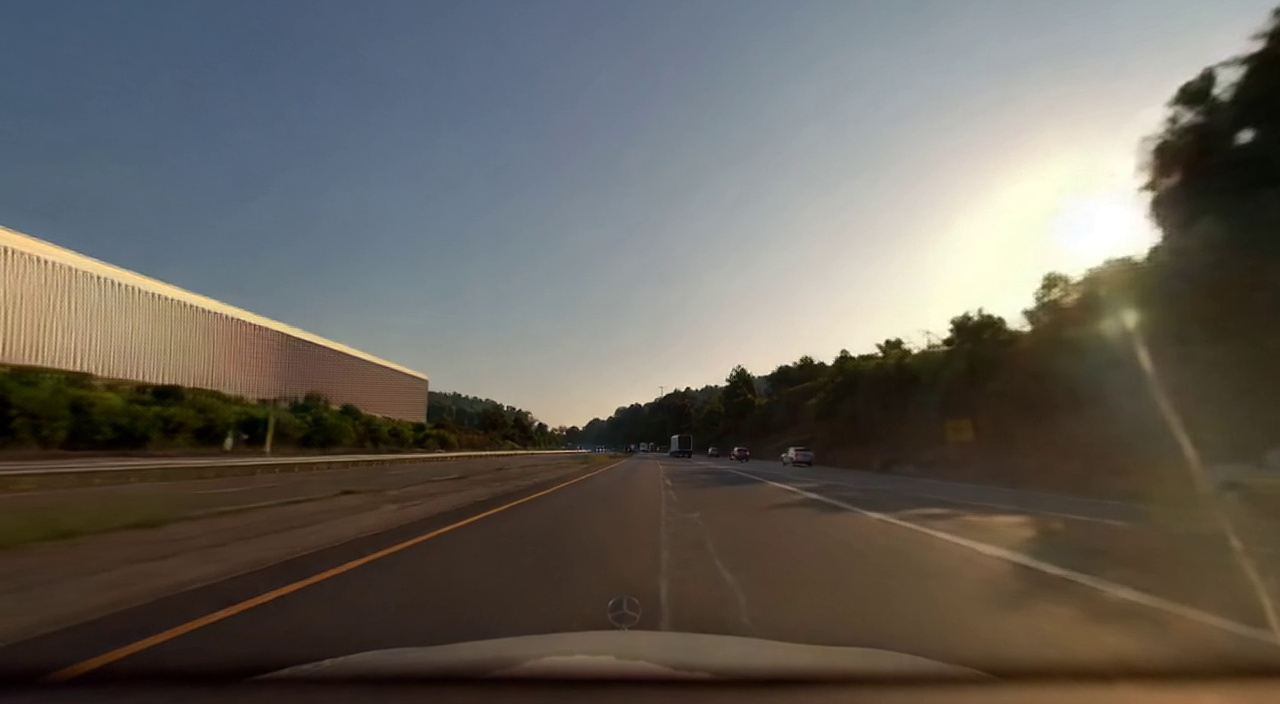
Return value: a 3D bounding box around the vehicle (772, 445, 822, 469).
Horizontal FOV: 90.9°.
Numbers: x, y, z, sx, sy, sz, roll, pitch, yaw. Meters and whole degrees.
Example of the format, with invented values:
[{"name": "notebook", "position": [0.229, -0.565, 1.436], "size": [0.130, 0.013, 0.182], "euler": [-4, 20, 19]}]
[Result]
[{"name": "vehicle", "position": [11.449, 7.703, 46.300], "size": [2.127, 1.646, 4.926], "euler": [1, -9, -4]}]
